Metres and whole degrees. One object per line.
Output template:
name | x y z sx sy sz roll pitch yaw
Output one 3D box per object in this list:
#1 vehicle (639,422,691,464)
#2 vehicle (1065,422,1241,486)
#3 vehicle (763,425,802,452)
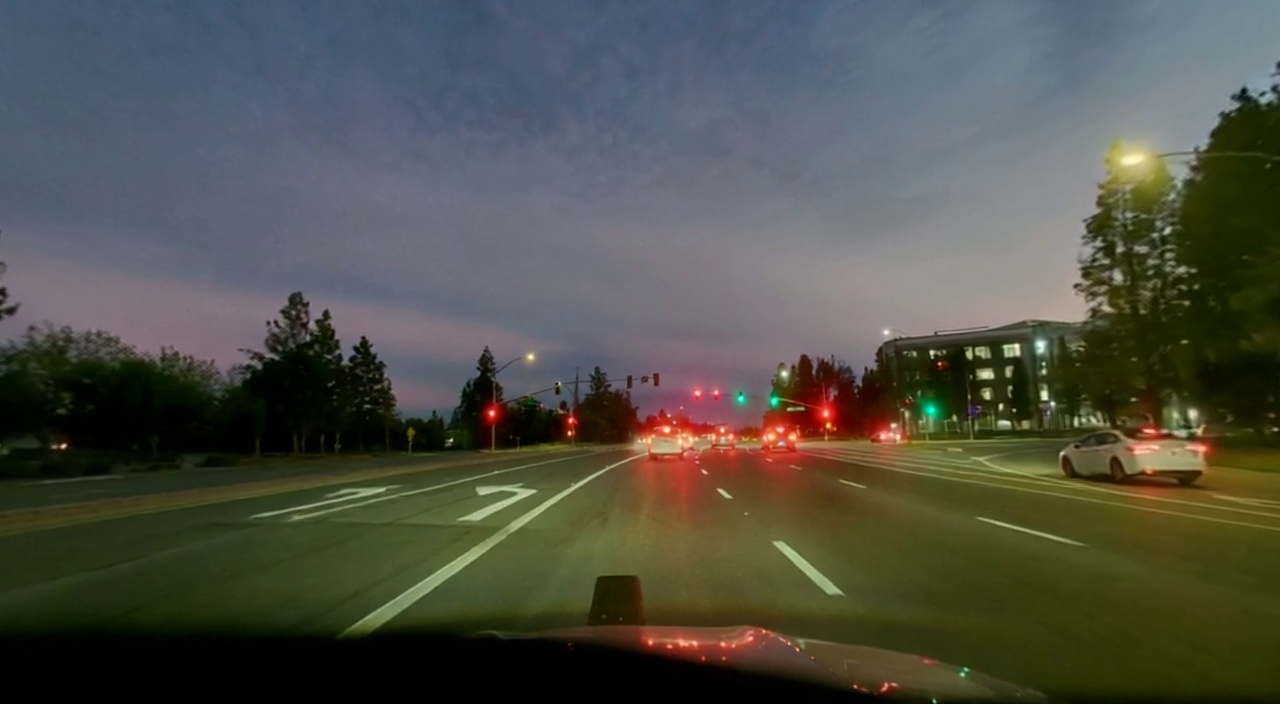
vehicle | 1.250 4.258 29.577 2.211 1.795 4.179 -1 -8 5
vehicle | 14.648 2.936 18.475 2.118 1.606 4.640 -2 -8 14
vehicle | 9.869 6.025 43.937 2.074 1.791 4.393 -1 -8 6
